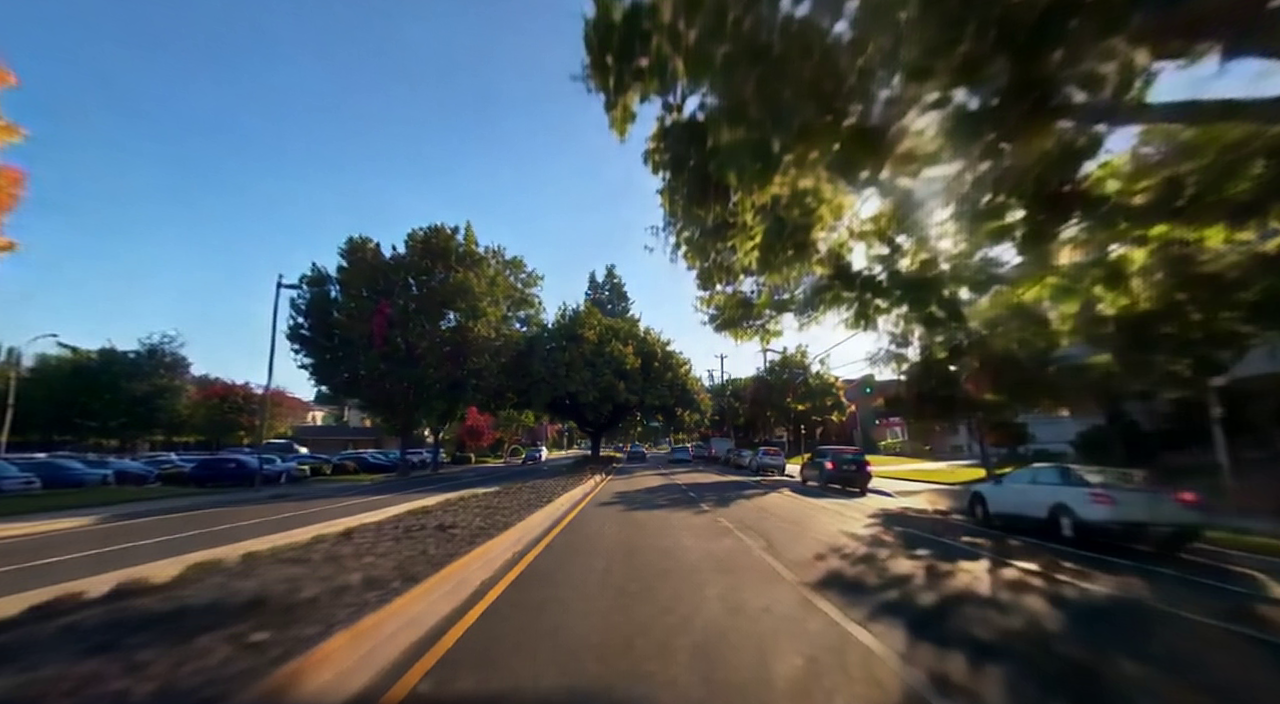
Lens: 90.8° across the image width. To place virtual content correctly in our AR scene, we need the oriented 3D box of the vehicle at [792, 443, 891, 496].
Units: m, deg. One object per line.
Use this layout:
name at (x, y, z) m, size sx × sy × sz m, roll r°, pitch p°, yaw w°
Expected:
vehicle at (7.140, 4.170, 22.958) m, size 1.994 × 1.691 × 4.472 m, roll 0°, pitch -8°, yaw -2°

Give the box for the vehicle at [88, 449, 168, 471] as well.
vehicle at (-38.884, 8.175, 48.106) m, size 1.864 × 1.502 × 4.432 m, roll -2°, pitch -9°, yaw 13°

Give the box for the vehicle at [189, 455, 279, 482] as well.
vehicle at (-23.819, 6.817, 37.273) m, size 1.768 × 1.429 × 4.423 m, roll -2°, pitch -9°, yaw 13°

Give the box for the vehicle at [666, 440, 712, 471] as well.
vehicle at (2.974, 6.394, 39.333) m, size 2.293 × 1.814 × 4.589 m, roll 0°, pitch -8°, yaw -3°

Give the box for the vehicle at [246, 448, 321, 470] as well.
vehicle at (-25.506, 7.648, 45.371) m, size 1.893 × 1.477 × 4.621 m, roll -3°, pitch -9°, yaw 15°

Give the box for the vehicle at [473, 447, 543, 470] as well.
vehicle at (-9.491, 7.609, 45.420) m, size 4.700 × 1.567 × 2.165 m, roll -6°, pitch -10°, yaw 32°

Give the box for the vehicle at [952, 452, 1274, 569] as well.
vehicle at (7.271, 2.416, 10.491) m, size 1.852 × 1.448 × 4.446 m, roll 0°, pitch -8°, yaw -1°

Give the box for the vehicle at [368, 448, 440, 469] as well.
vehicle at (-17.734, 8.002, 47.494) m, size 4.635 × 1.457 × 2.060 m, roll -2°, pitch -9°, yaw 13°

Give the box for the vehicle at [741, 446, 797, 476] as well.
vehicle at (7.267, 6.162, 36.071) m, size 1.951 × 1.601 × 5.147 m, roll 0°, pitch -8°, yaw -2°
